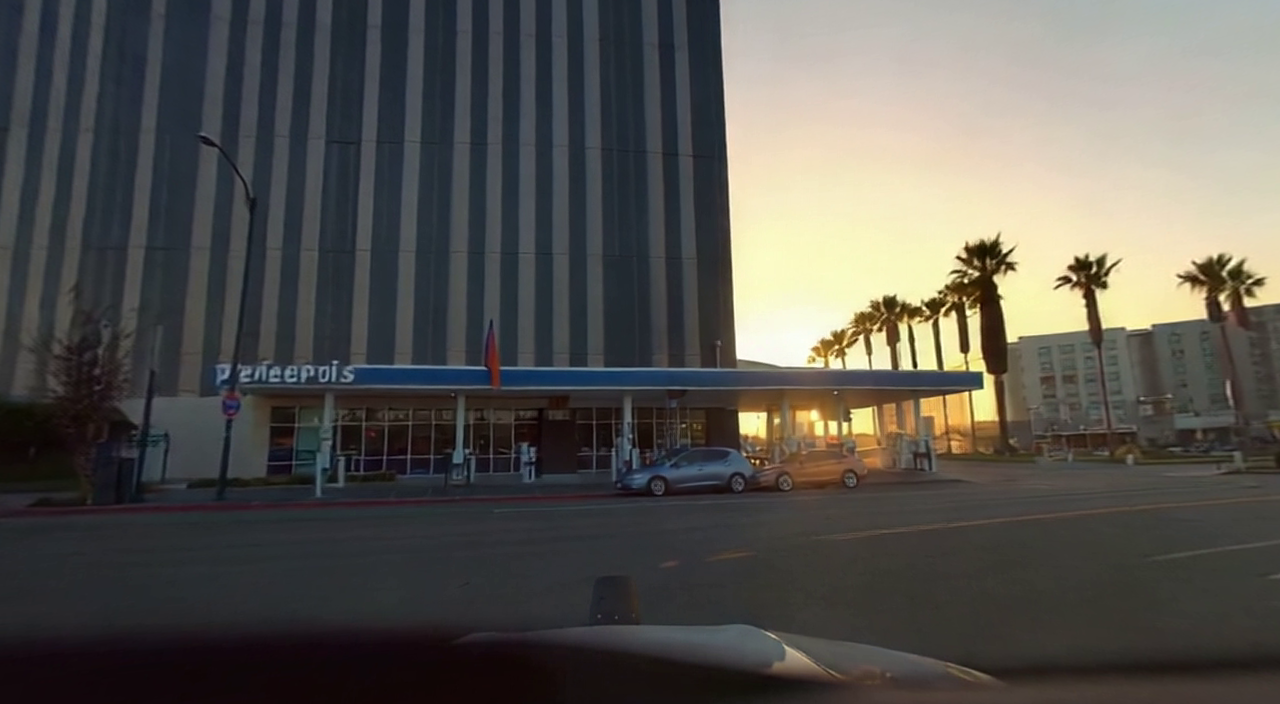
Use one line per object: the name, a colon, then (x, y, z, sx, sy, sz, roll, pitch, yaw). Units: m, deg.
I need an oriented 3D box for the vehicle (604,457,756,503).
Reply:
vehicle: (1.333, 4.238, 21.206, 4.782, 1.371, 1.763, 4, -9, -22)

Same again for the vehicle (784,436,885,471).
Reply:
vehicle: (14.289, 7.477, 46.479, 7.026, 2.329, 2.545, 4, -7, -21)

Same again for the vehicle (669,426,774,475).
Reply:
vehicle: (4.725, 5.692, 36.541, 5.524, 2.504, 2.196, 6, -8, -18)
